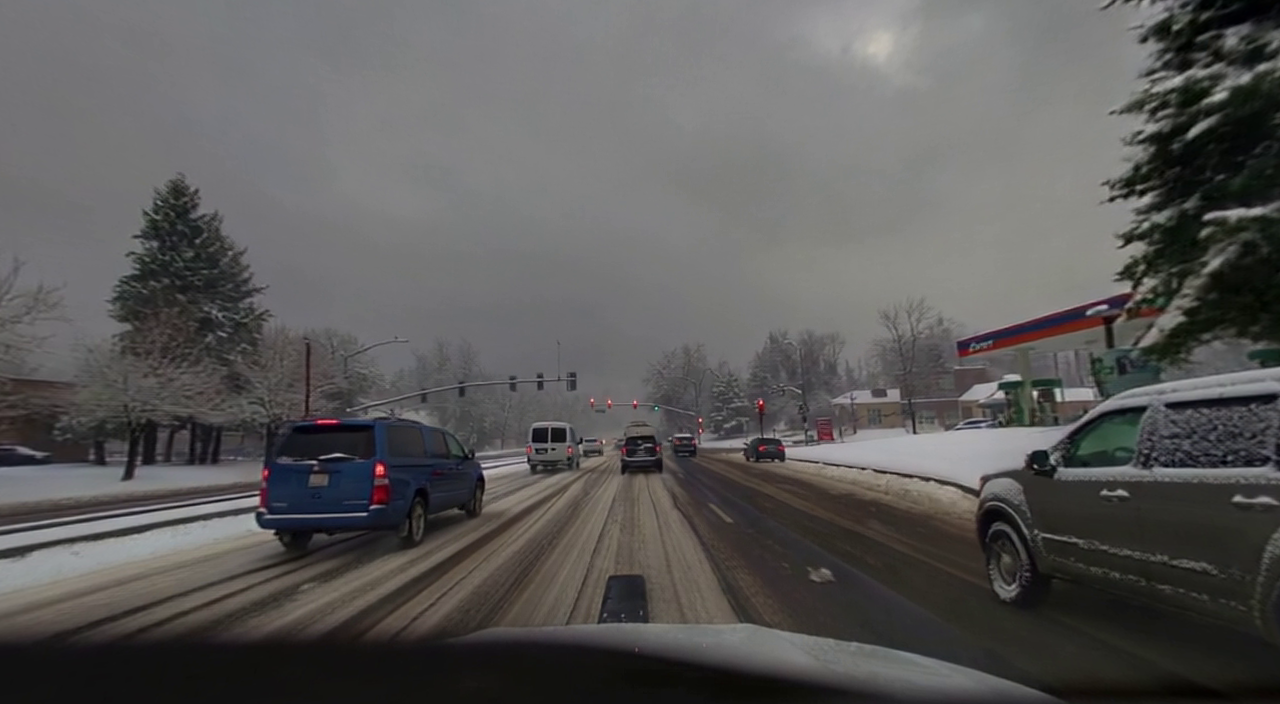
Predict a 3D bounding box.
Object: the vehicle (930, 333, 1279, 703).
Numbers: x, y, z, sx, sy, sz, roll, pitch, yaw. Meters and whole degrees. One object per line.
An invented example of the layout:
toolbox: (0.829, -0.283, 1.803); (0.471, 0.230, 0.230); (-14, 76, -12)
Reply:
vehicle: (3.723, 0.955, 3.476); (2.055, 1.786, 4.817); (0, -8, 2)

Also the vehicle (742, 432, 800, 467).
vehicle: (6.805, 5.149, 33.127); (2.119, 1.696, 4.623); (0, -8, 1)

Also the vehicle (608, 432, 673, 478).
vehicle: (0.015, 4.261, 26.204); (2.426, 1.703, 5.602); (0, -8, 0)

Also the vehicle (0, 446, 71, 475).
vehicle: (-47.121, 8.202, 47.610); (5.483, 2.103, 2.273); (0, -8, -2)

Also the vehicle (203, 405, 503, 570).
vehicle: (-3.656, 1.837, 9.398); (2.002, 1.747, 5.173); (0, -8, 1)

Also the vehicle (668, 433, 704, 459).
vehicle: (3.305, 6.947, 46.240); (2.193, 1.795, 5.130); (0, -8, -1)

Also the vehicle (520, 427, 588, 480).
vehicle: (-3.431, 4.170, 26.039); (2.025, 1.936, 4.995); (0, -8, 1)
